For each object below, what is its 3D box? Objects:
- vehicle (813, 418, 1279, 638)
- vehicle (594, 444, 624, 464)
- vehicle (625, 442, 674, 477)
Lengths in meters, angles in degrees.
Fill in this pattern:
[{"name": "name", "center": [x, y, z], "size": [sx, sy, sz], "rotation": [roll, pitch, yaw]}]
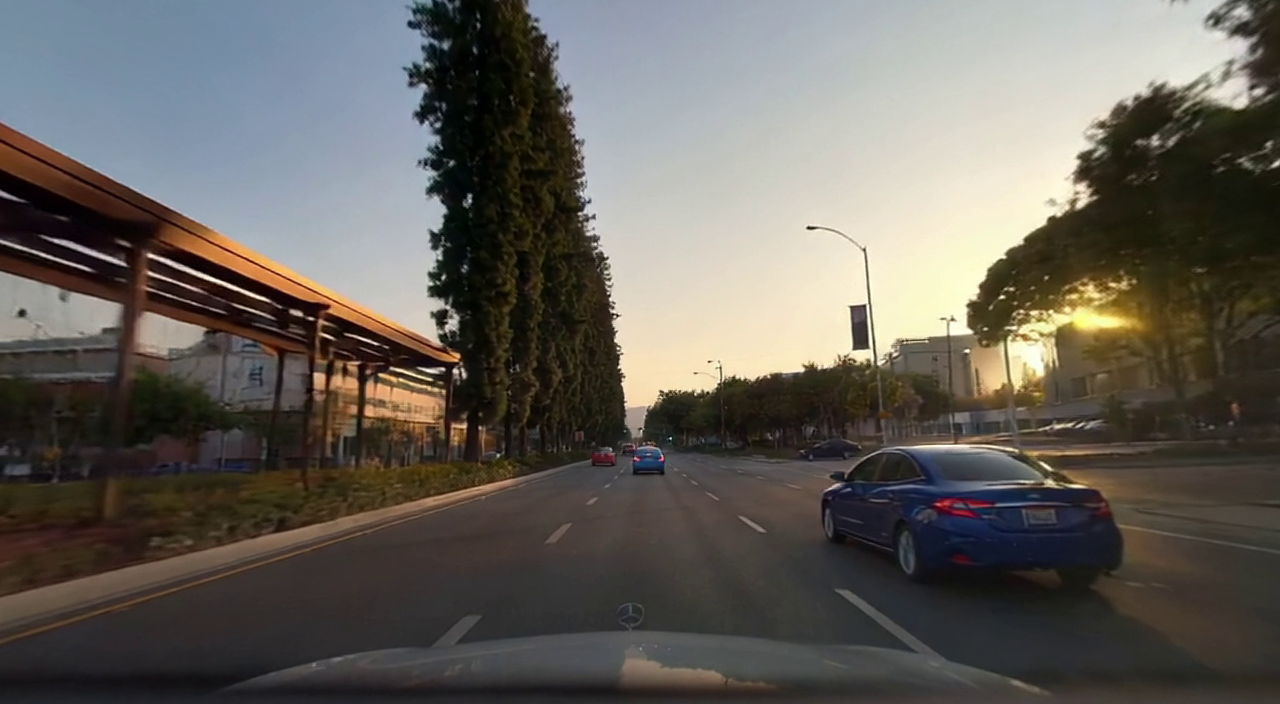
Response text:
[{"name": "vehicle", "center": [3.453, 1.537, 6.582], "size": [2.067, 1.497, 4.327], "rotation": [0, -8, 0]}, {"name": "vehicle", "center": [-2.393, 8.009, 49.555], "size": [2.036, 1.481, 4.151], "rotation": [0, -8, 1]}, {"name": "vehicle", "center": [0.422, 5.016, 29.723], "size": [2.144, 1.505, 4.128], "rotation": [0, -8, 0]}]
